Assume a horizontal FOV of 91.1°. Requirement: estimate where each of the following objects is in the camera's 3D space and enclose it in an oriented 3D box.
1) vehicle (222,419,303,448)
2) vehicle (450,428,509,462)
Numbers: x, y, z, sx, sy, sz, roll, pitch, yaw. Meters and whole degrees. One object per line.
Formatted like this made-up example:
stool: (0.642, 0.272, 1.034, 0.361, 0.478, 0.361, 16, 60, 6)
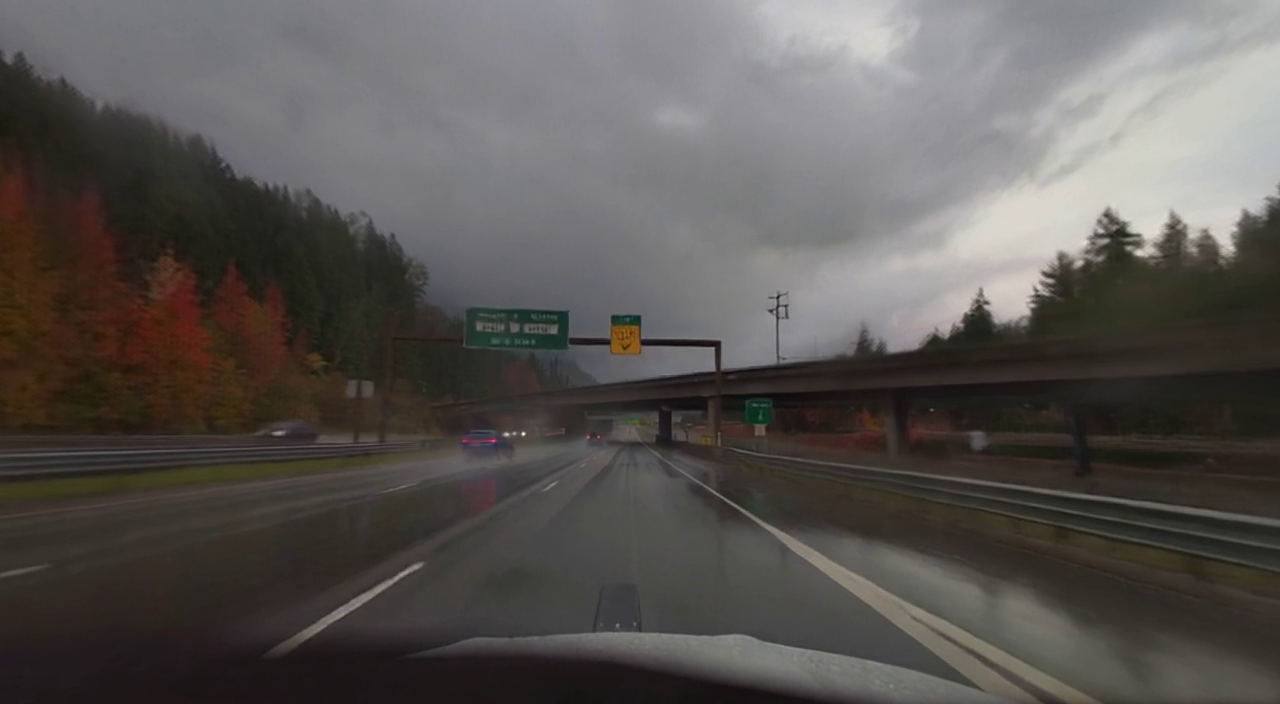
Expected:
vehicle: (-21.479, 4.697, 36.000, 1.908, 1.552, 4.438, 0, -8, -1)
vehicle: (-8.458, 4.963, 33.617, 1.987, 1.677, 4.580, 0, -8, -1)
